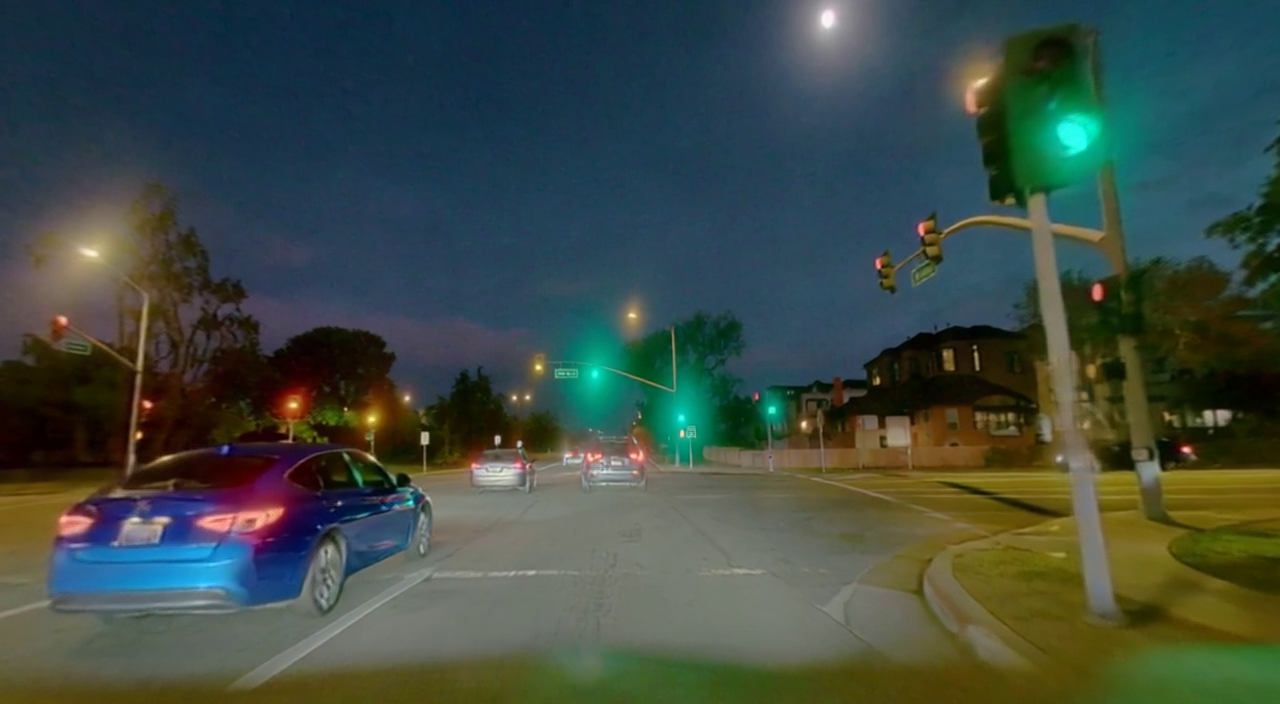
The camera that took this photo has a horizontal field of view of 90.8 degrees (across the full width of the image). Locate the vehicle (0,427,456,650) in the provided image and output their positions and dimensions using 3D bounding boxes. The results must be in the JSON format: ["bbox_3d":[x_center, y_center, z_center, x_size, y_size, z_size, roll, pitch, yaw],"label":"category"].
[{"bbox_3d":[-3.650,1.620,6.716,1.977,1.488,4.741,0,-8,0],"label":"vehicle"}]

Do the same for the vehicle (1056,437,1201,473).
[{"bbox_3d":[20.512,4.352,26.751,4.353,1.431,1.876,-2,-9,12],"label":"vehicle"}]

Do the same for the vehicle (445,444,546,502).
[{"bbox_3d":[-4.019,3.416,18.352,1.934,1.459,4.368,0,-8,-1],"label":"vehicle"}]

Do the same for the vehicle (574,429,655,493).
[{"bbox_3d":[-0.847,3.585,21.118,2.396,1.881,4.606,0,-8,-2],"label":"vehicle"}]
